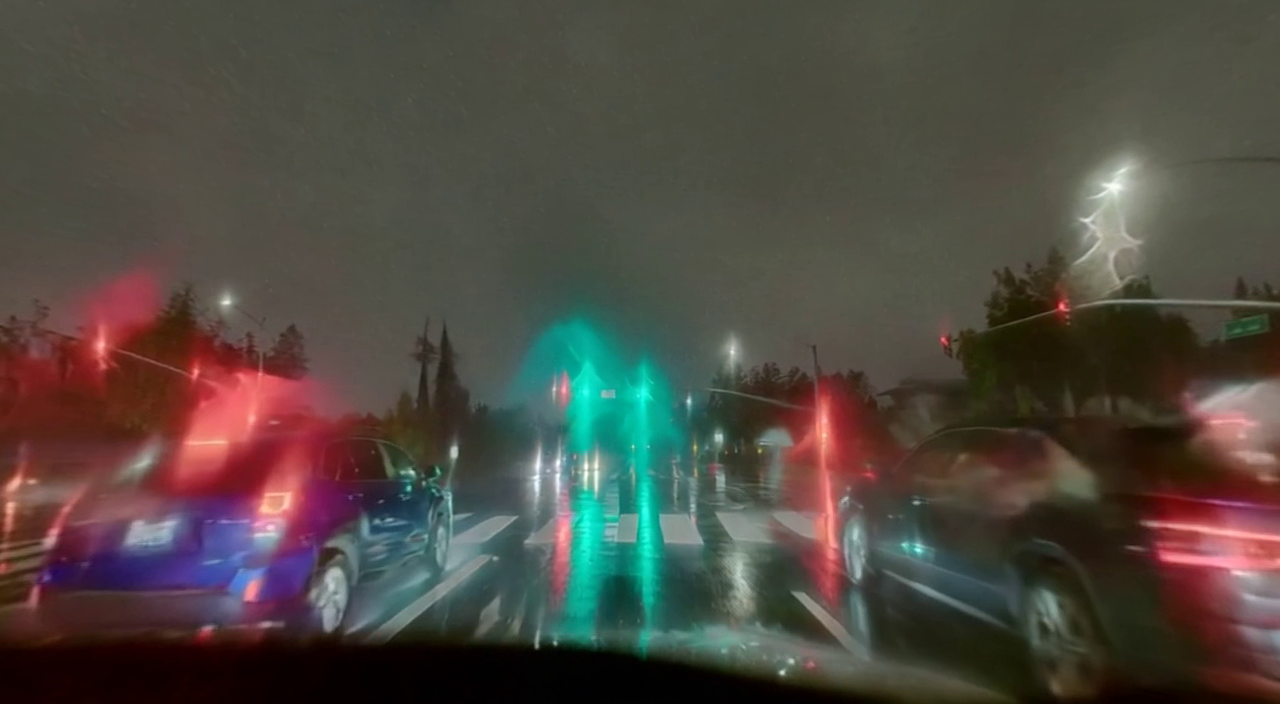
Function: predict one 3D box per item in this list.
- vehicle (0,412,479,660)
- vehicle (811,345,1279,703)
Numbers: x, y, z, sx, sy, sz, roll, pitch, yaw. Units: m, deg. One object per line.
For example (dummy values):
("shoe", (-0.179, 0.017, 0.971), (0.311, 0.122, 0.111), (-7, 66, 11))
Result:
("vehicle", (-3.021, 1.423, 5.856), (1.969, 1.513, 3.773), (0, -9, 1))
("vehicle", (2.883, 1.134, 4.368), (2.099, 1.671, 4.491), (0, -9, 0))
